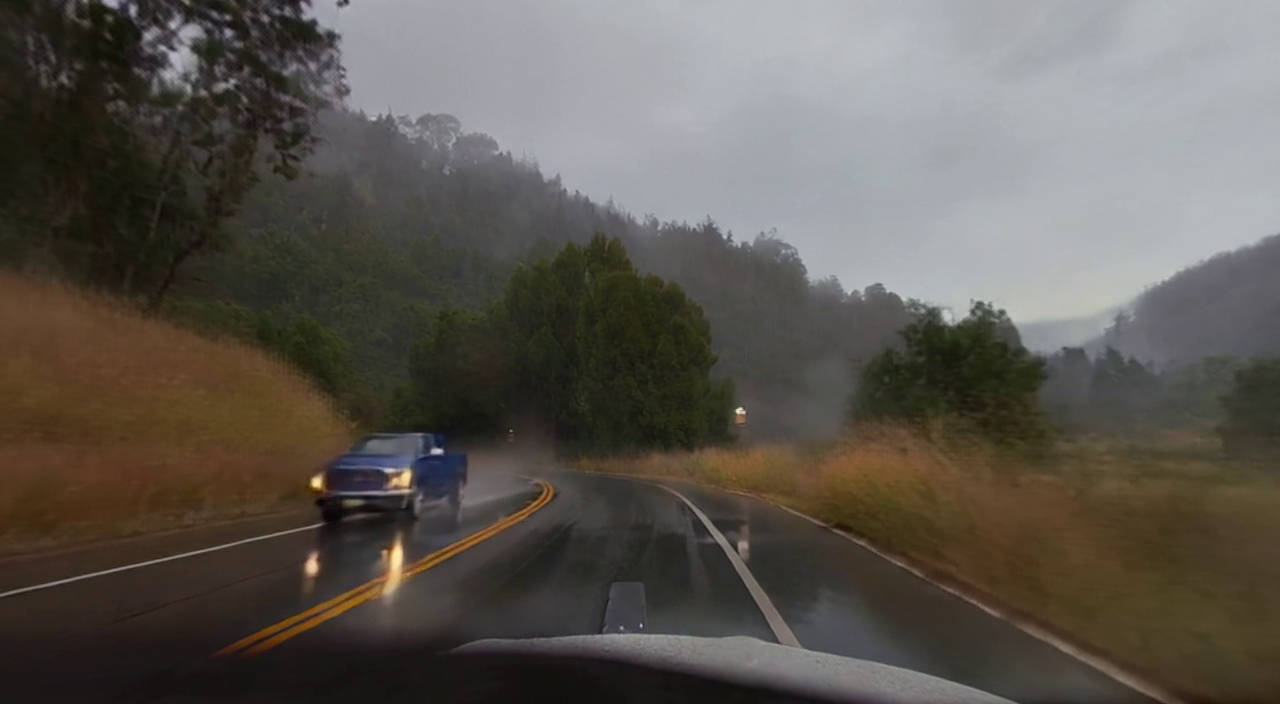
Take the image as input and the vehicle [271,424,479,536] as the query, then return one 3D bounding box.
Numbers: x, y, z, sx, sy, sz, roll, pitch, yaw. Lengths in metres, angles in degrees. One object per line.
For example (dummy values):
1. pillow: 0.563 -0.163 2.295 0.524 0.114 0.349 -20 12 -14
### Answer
1. vehicle: -5.481 2.718 14.235 2.546 1.975 5.702 0 -8 -4
